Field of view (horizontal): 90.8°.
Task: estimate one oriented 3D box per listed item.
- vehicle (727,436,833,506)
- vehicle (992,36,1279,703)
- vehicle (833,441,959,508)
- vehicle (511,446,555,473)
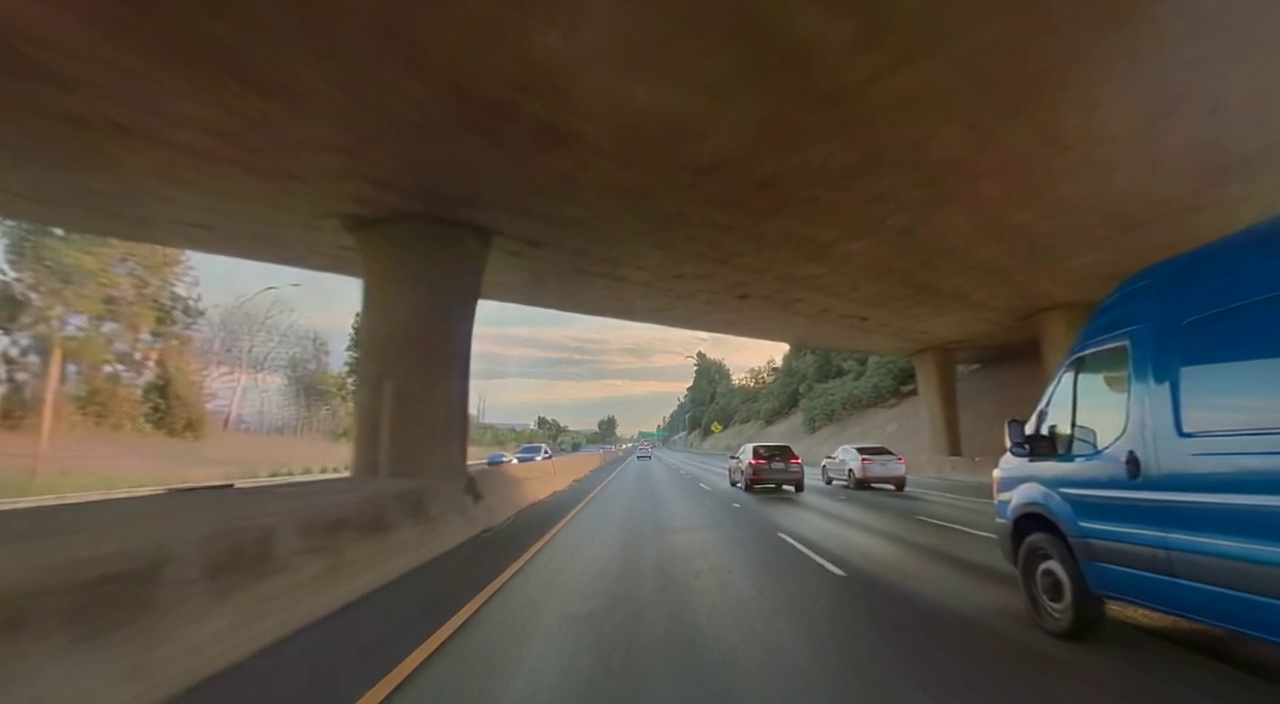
[{"bbox_3d":[3.822,3.331,18.063,2.009,1.731,4.149,0,-9,-1],"label":"vehicle"},{"bbox_3d":[3.968,0.017,1.163,2.460,3.155,6.902,0,-9,-1],"label":"vehicle"},{"bbox_3d":[7.590,3.646,19.249,2.001,1.791,4.161,0,-9,-1],"label":"vehicle"},{"bbox_3d":[-7.226,7.299,42.909,2.136,1.714,4.507,0,-9,1],"label":"vehicle"}]
